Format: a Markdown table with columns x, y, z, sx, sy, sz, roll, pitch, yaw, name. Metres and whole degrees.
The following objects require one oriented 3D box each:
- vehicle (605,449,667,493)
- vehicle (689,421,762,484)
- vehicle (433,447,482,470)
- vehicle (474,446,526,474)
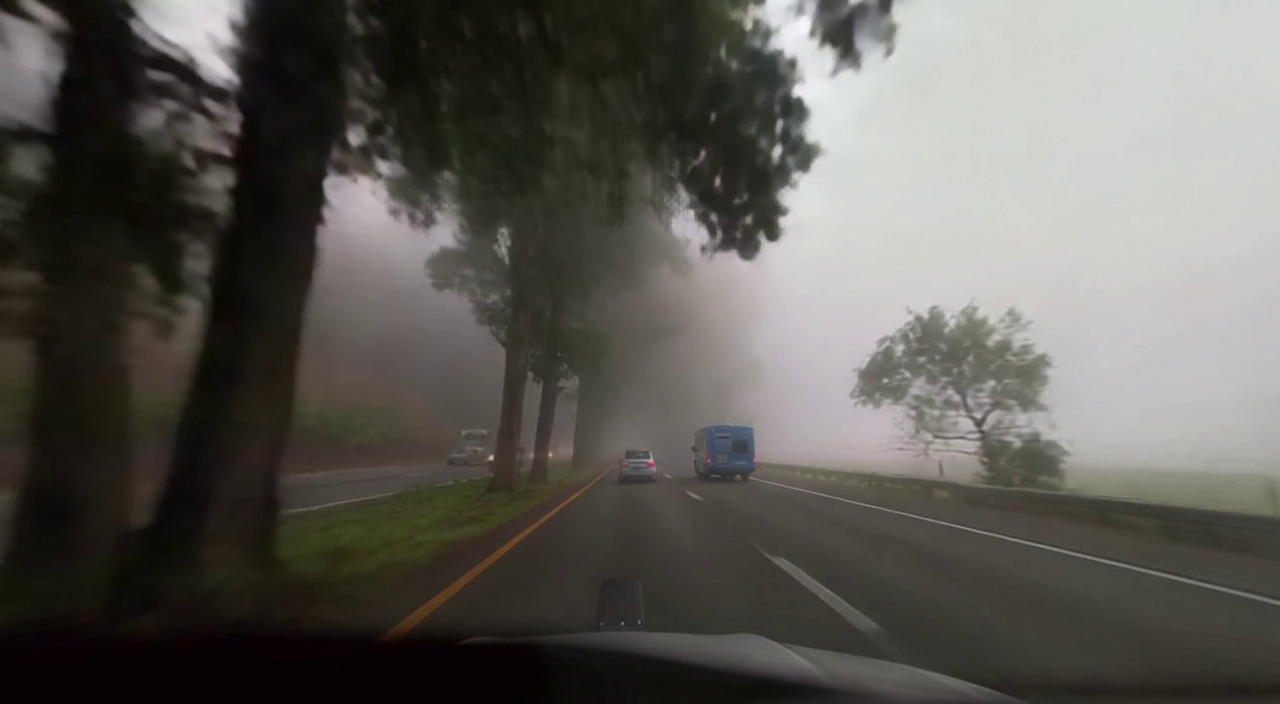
| x | y | z | sx | sy | sz | roll | pitch | yaw | name |
| --- | --- | --- | --- | --- | --- | --- | --- | --- | --- |
| -0.161 | 4.177 | 22.500 | 2.037 | 1.417 | 3.885 | 0 | -9 | -1 | vehicle |
| 3.867 | 4.727 | 29.806 | 2.513 | 2.633 | 5.930 | 0 | -9 | -1 | vehicle |
| -12.089 | 7.080 | 42.082 | 1.836 | 1.406 | 4.624 | 0 | -9 | 1 | vehicle |
| -7.809 | 6.078 | 35.557 | 1.888 | 1.466 | 4.355 | 0 | -9 | 0 | vehicle |
